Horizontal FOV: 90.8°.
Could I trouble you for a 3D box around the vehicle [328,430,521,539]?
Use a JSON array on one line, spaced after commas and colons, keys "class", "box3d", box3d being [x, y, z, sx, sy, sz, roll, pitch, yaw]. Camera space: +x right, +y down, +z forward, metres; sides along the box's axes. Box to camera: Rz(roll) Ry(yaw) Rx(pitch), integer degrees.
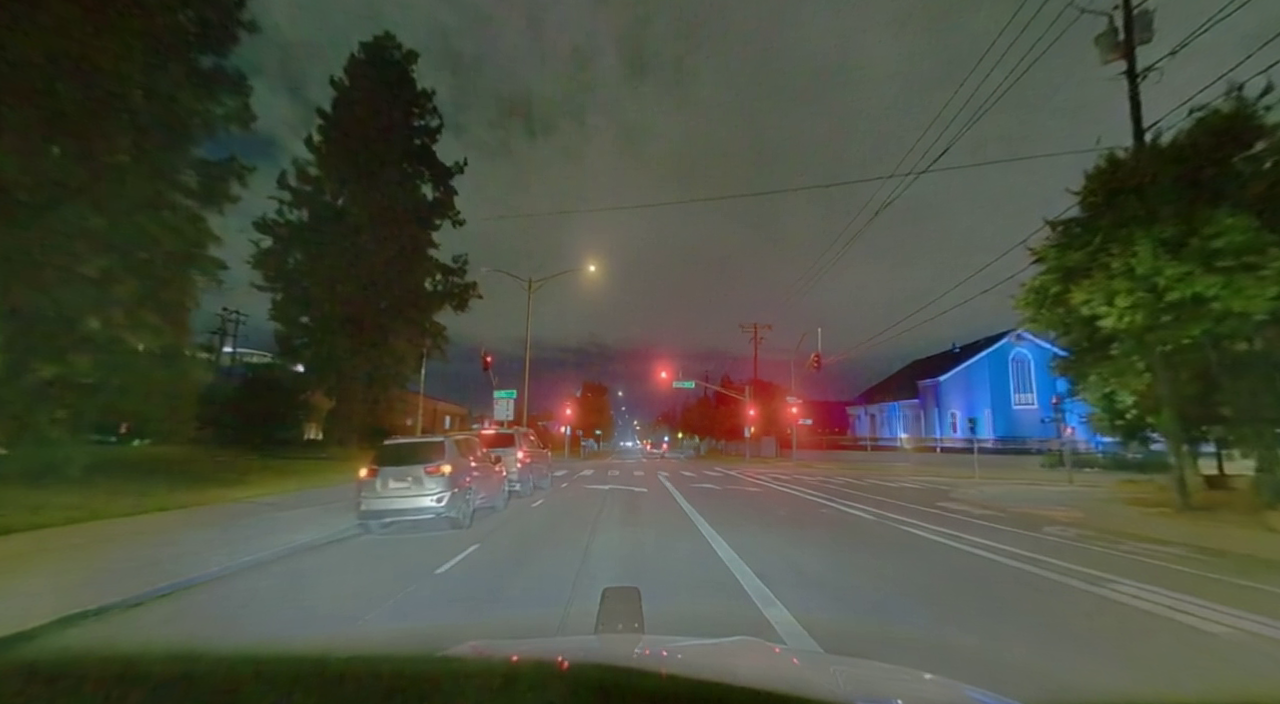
[{"class": "vehicle", "box3d": [-3.519, 2.236, 11.400, 1.855, 1.534, 4.644, 0, -8, 0]}]
